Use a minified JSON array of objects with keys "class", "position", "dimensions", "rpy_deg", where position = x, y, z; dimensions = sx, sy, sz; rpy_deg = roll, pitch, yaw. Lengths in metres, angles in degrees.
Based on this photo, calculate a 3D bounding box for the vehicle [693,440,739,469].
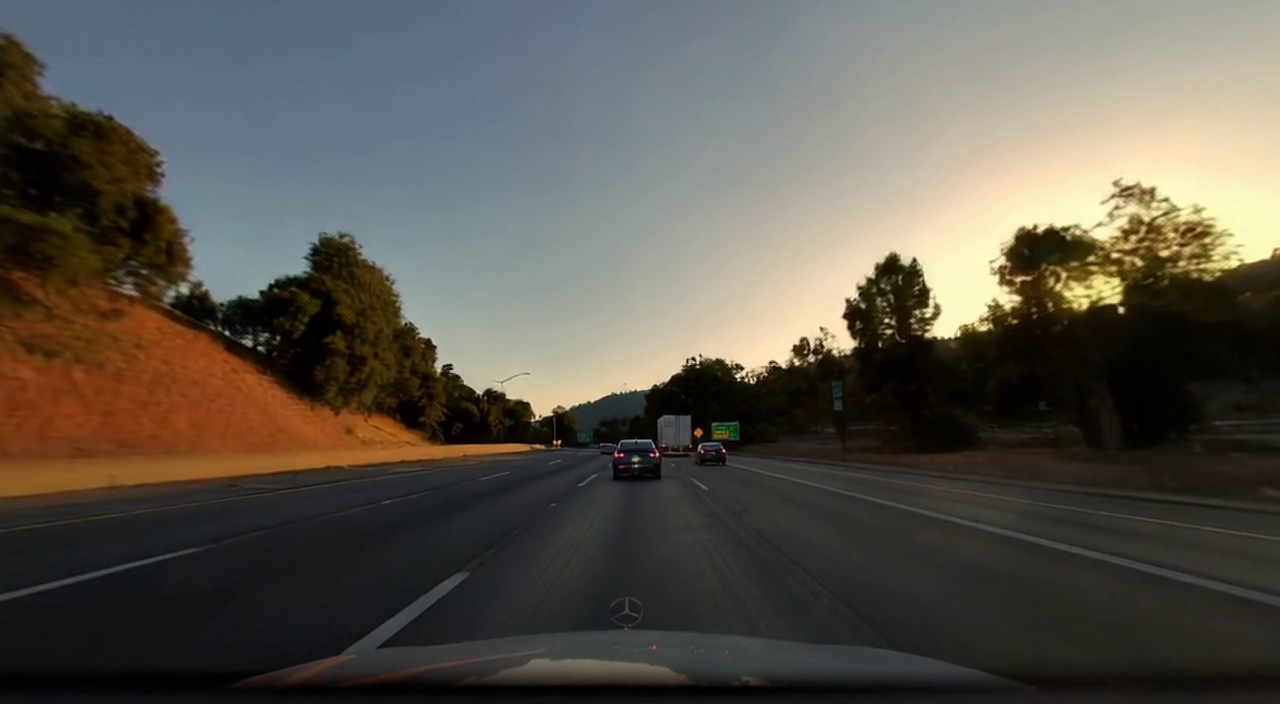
[{"class":"vehicle","position":[4.145,5.693,35.119],"dimensions":[1.971,1.472,4.301],"rpy_deg":[0,-8,-1]}]

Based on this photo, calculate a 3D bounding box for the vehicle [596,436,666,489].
[{"class":"vehicle","position":[-0.208,3.490,20.217],"dimensions":[2.020,1.516,3.951],"rpy_deg":[-1,-8,2]}]
